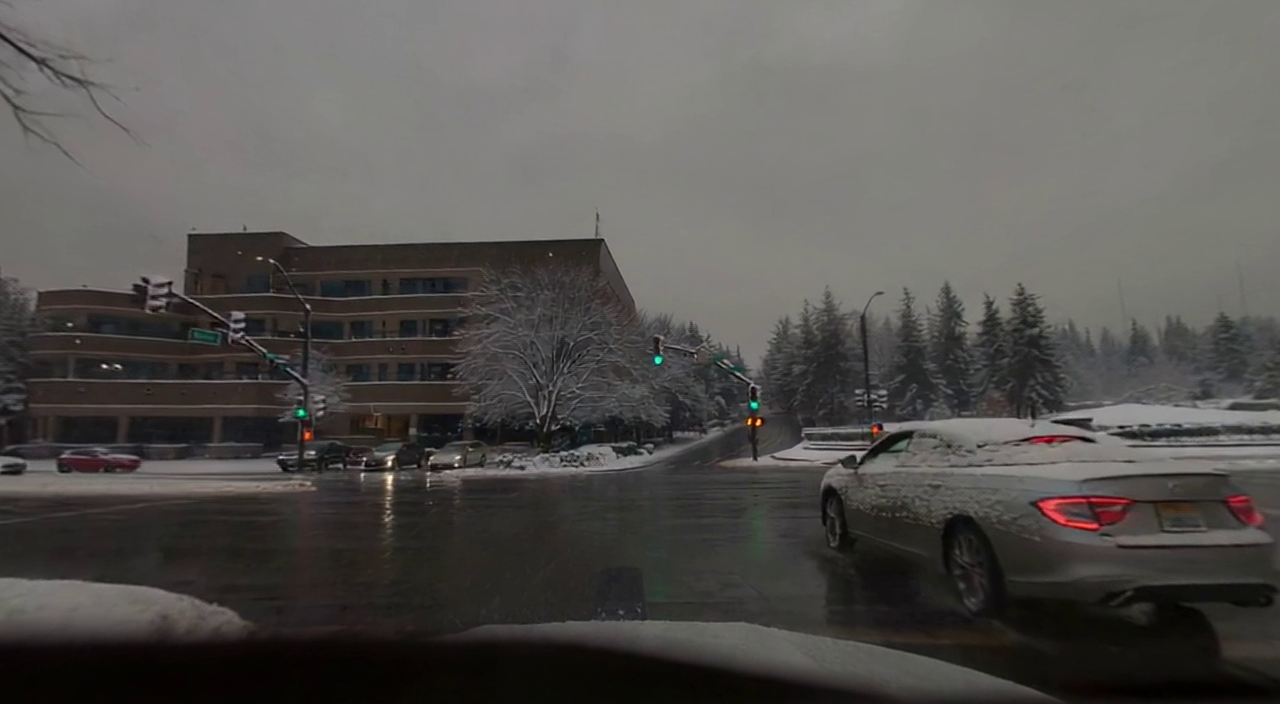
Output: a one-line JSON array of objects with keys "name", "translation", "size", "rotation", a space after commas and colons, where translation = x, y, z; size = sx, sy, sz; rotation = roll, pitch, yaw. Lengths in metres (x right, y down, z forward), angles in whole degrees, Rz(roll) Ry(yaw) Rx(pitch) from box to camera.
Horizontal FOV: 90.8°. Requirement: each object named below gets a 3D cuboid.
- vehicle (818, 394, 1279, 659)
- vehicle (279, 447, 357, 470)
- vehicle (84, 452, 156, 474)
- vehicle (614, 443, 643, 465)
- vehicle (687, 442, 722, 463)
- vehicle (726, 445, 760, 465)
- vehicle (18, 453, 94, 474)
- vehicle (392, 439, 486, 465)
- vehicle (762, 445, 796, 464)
[{"name": "vehicle", "translation": [3.298, 1.345, 5.891], "size": [1.903, 1.529, 4.254], "rotation": [0, -9, -2]}, {"name": "vehicle", "translation": [-21.452, 7.115, 42.190], "size": [4.207, 1.508, 1.875], "rotation": [0, -9, 2]}, {"name": "vehicle", "translation": [-36.161, 7.706, 44.058], "size": [1.709, 1.410, 3.945], "rotation": [0, -9, -1]}, {"name": "vehicle", "translation": [-0.850, 7.515, 46.772], "size": [2.024, 1.489, 4.613], "rotation": [0, -9, -1]}, {"name": "vehicle", "translation": [4.694, 7.411, 46.487], "size": [1.983, 1.453, 4.180], "rotation": [0, -9, -1]}, {"name": "vehicle", "translation": [7.570, 7.619, 46.785], "size": [1.889, 1.358, 3.751], "rotation": [0, -9, 1]}, {"name": "vehicle", "translation": [-41.005, 7.843, 44.468], "size": [1.651, 1.379, 3.787], "rotation": [0, -9, 0]}, {"name": "vehicle", "translation": [-14.518, 7.256, 45.893], "size": [6.021, 1.868, 2.172], "rotation": [0, -9, 1]}, {"name": "vehicle", "translation": [10.179, 7.533, 46.553], "size": [1.692, 1.343, 3.352], "rotation": [0, -9, -1]}]
